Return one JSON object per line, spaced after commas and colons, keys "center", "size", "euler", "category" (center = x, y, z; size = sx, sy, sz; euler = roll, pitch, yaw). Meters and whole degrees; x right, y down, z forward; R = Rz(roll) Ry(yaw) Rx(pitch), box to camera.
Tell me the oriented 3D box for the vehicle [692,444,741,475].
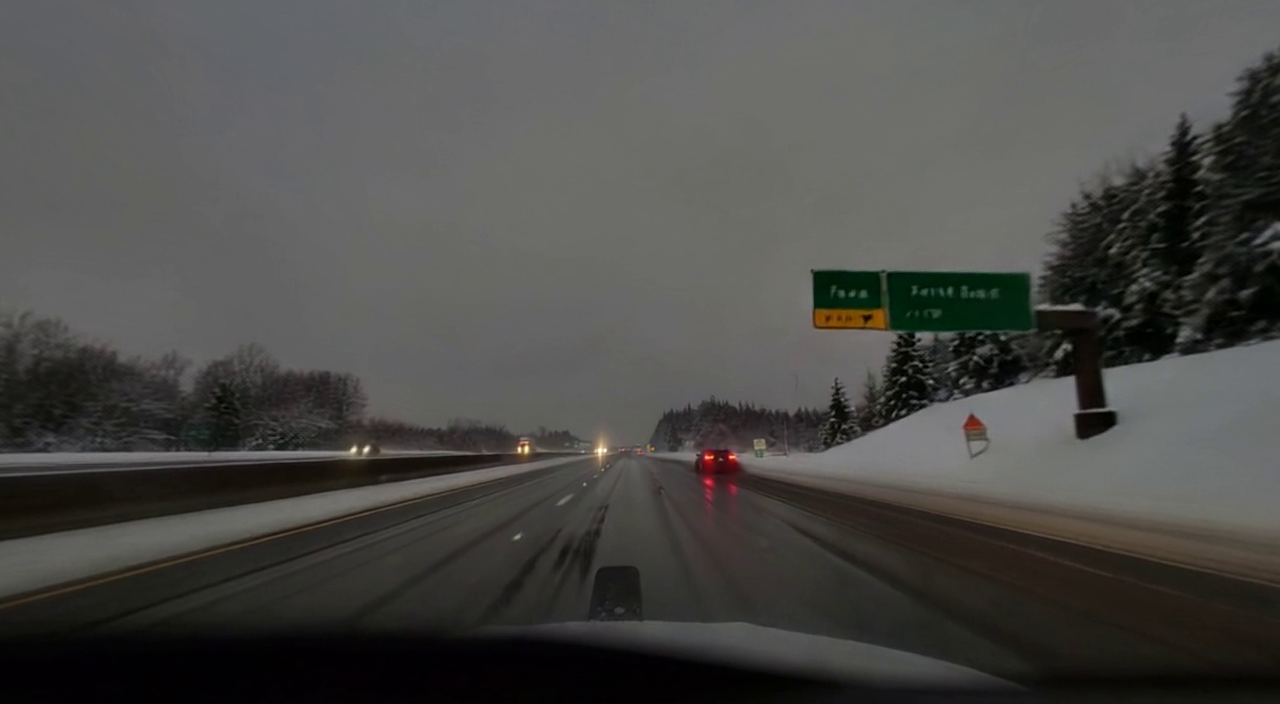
{"center": [4.034, 5.737, 33.664], "size": [1.984, 1.540, 3.973], "euler": [0, -9, -2], "category": "vehicle"}
